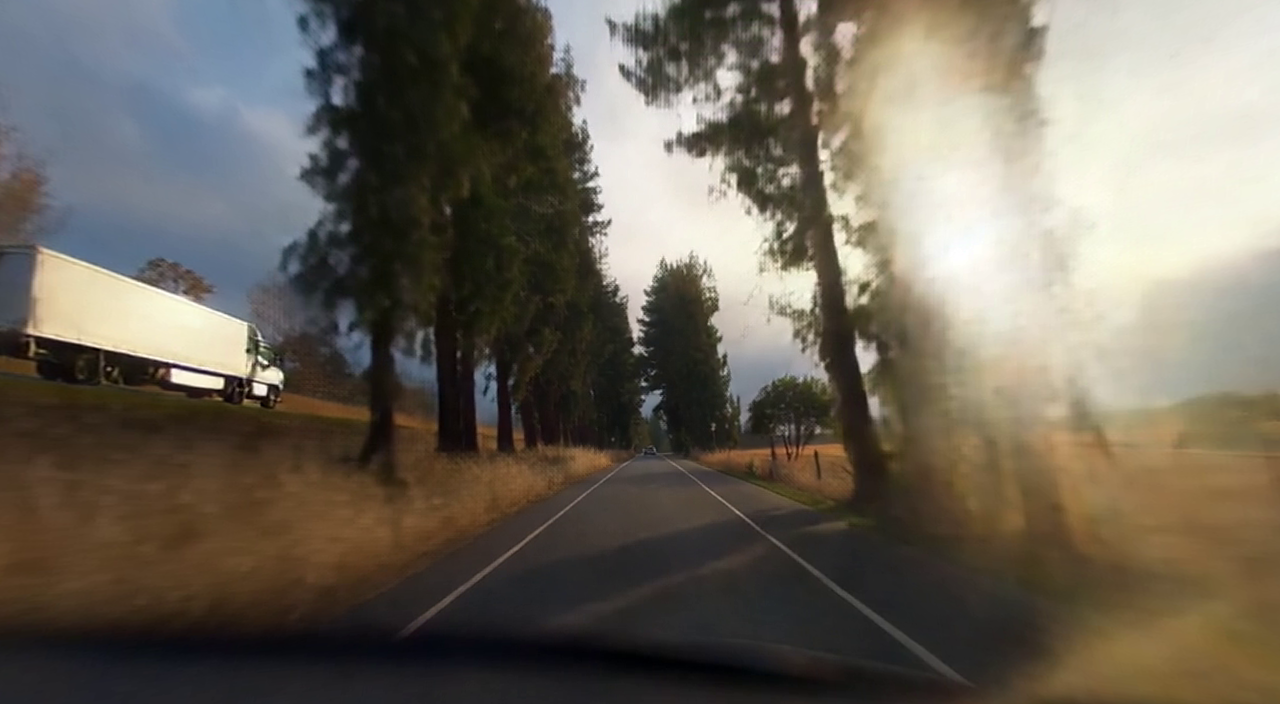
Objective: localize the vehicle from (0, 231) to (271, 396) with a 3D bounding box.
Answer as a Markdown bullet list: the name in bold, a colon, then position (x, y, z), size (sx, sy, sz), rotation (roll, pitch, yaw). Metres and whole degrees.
- **vehicle**: position (-25.266, -0.962, 31.138), size (3.314, 4.163, 16.558), rotation (-1, -11, 3)

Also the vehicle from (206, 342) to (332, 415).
- **vehicle**: position (-24.070, 1.878, 41.640), size (3.022, 4.324, 8.607), rotation (-1, -4, 1)
